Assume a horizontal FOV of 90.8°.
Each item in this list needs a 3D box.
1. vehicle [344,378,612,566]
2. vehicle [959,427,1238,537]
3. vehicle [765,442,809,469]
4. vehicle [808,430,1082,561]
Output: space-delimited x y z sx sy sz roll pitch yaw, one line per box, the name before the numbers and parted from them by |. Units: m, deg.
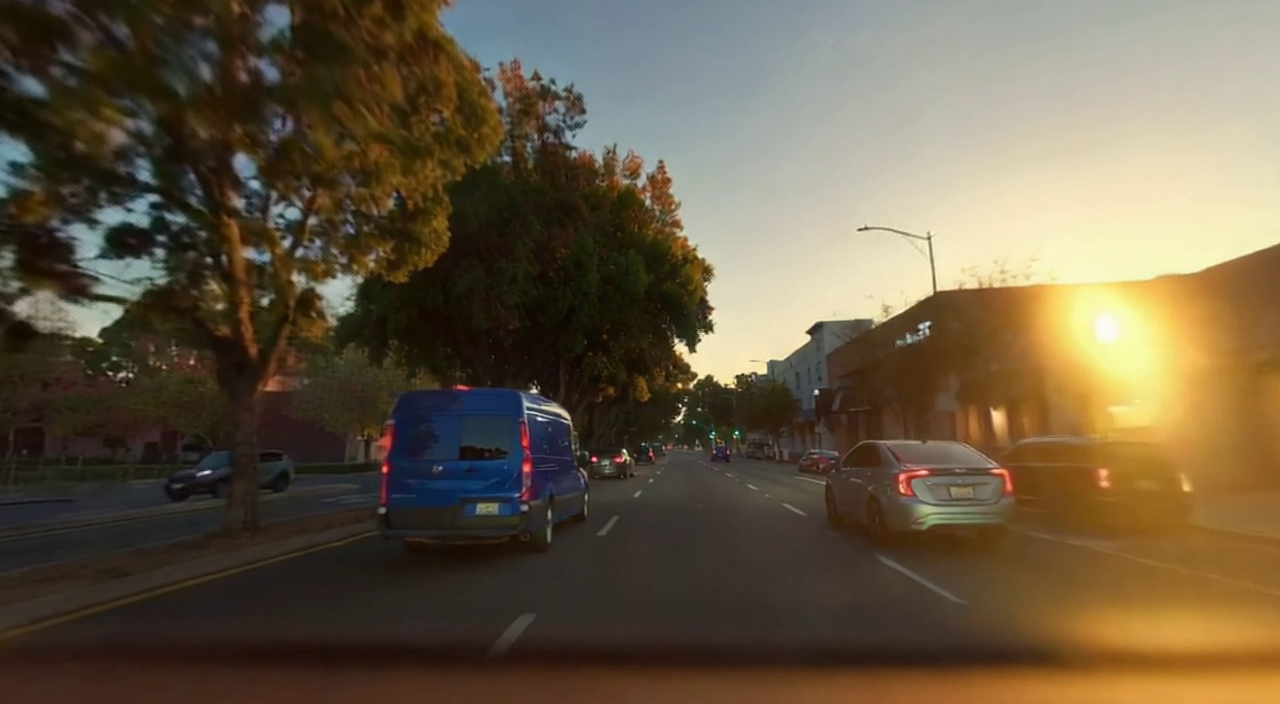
vehicle | -2.009 1.802 10.170 2.490 2.153 5.594 -1 -9 4
vehicle | 7.930 2.266 11.577 1.983 1.618 4.108 0 -9 0
vehicle | 10.010 7.068 43.427 2.017 1.745 4.670 -1 -9 2
vehicle | 4.124 2.003 9.622 2.021 1.491 4.563 -1 -9 2
